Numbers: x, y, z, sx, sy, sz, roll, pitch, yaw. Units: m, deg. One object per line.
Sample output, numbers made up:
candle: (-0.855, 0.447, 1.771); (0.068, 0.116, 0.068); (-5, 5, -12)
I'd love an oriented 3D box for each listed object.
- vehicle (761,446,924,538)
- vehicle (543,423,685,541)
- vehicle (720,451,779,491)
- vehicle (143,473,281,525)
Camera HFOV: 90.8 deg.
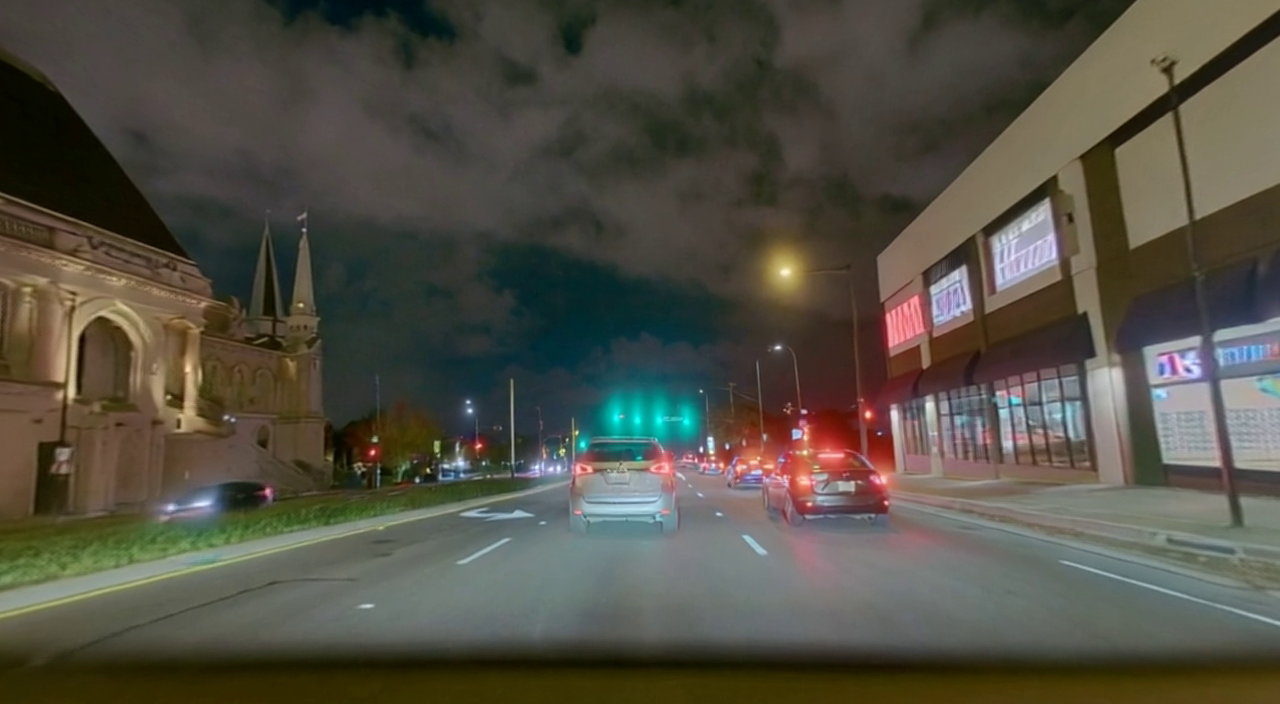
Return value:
vehicle: (3.708, 2.605, 12.511); (1.883, 1.472, 4.471); (0, -8, 2)
vehicle: (-0.309, 2.290, 11.762); (2.168, 1.776, 4.135); (-1, -8, 2)
vehicle: (4.520, 4.953, 26.619); (1.890, 1.491, 4.166); (-1, -8, 2)
vehicle: (-16.013, 5.496, 24.014); (1.901, 1.532, 4.733); (0, -8, 1)
